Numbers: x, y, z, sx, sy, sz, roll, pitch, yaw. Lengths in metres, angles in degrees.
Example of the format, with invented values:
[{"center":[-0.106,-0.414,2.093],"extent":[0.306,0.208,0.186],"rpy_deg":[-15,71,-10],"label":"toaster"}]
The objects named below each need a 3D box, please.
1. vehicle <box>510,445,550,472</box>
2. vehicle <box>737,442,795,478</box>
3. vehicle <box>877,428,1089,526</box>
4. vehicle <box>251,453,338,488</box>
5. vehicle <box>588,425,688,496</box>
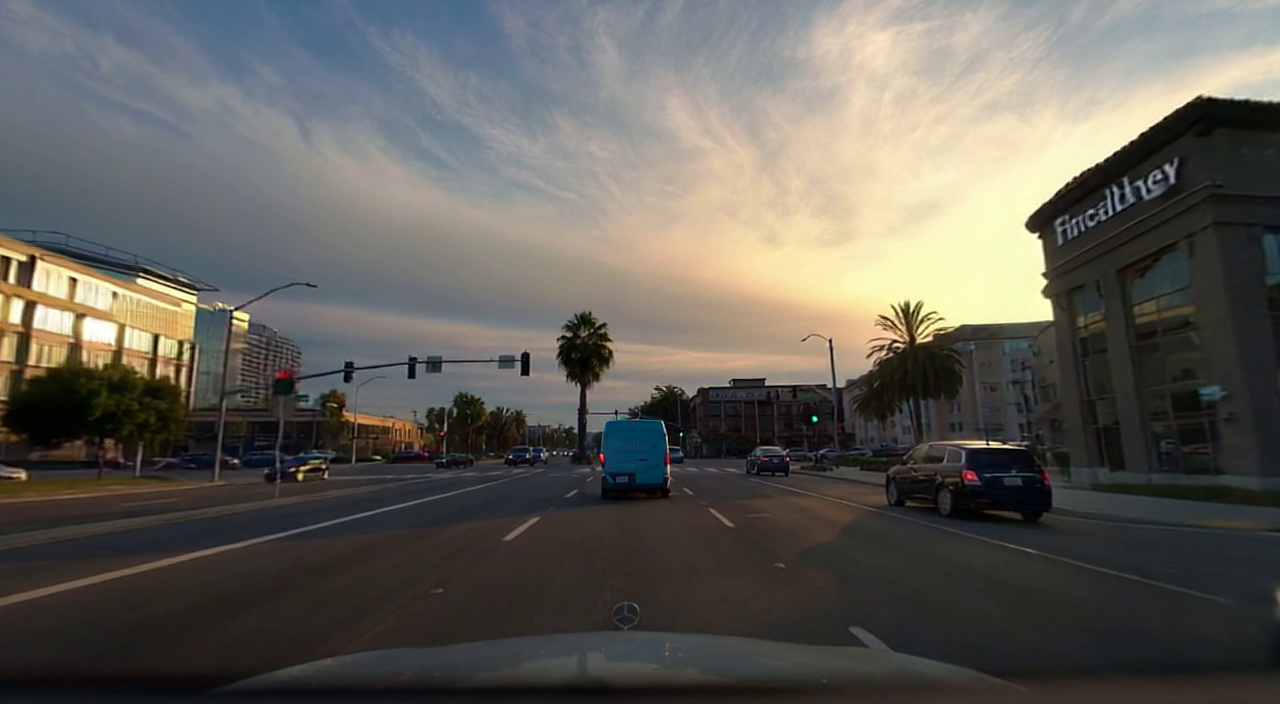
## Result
[{"center":[-7.146,6.952,41.363],"extent":[2.109,1.653,4.681],"rpy_deg":[0,-9,-5],"label":"vehicle"},{"center":[6.410,5.535,32.595],"extent":[1.931,1.692,4.267],"rpy_deg":[0,-9,-3],"label":"vehicle"},{"center":[7.146,2.626,13.880],"extent":[2.023,1.771,4.488],"rpy_deg":[0,-9,-2],"label":"vehicle"},{"center":[-16.589,5.681,30.652],"extent":[1.953,1.480,4.632],"rpy_deg":[1,-9,-5],"label":"vehicle"},{"center":[-0.141,3.521,20.917],"extent":[2.848,1.991,5.706],"rpy_deg":[0,-9,-2],"label":"vehicle"}]
